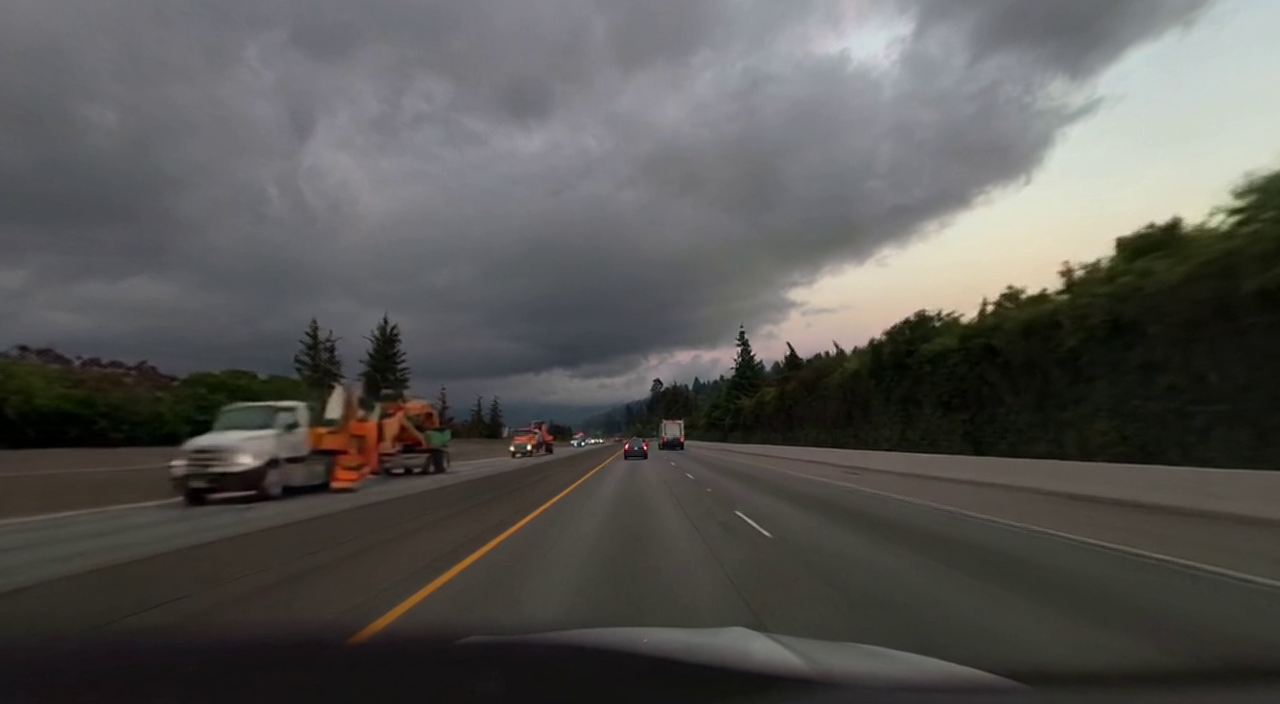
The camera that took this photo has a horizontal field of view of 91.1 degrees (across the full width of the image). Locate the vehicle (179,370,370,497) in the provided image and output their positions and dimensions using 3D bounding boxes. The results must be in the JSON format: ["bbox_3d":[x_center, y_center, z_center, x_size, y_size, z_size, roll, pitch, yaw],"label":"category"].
[{"bbox_3d":[-13.002,3.031,23.216,3.010,3.976,6.420,-1,-8,1],"label":"vehicle"}]

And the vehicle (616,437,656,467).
[{"bbox_3d":[-0.185,5.305,33.651,2.004,1.472,4.075,0,-8,0],"label":"vehicle"}]
